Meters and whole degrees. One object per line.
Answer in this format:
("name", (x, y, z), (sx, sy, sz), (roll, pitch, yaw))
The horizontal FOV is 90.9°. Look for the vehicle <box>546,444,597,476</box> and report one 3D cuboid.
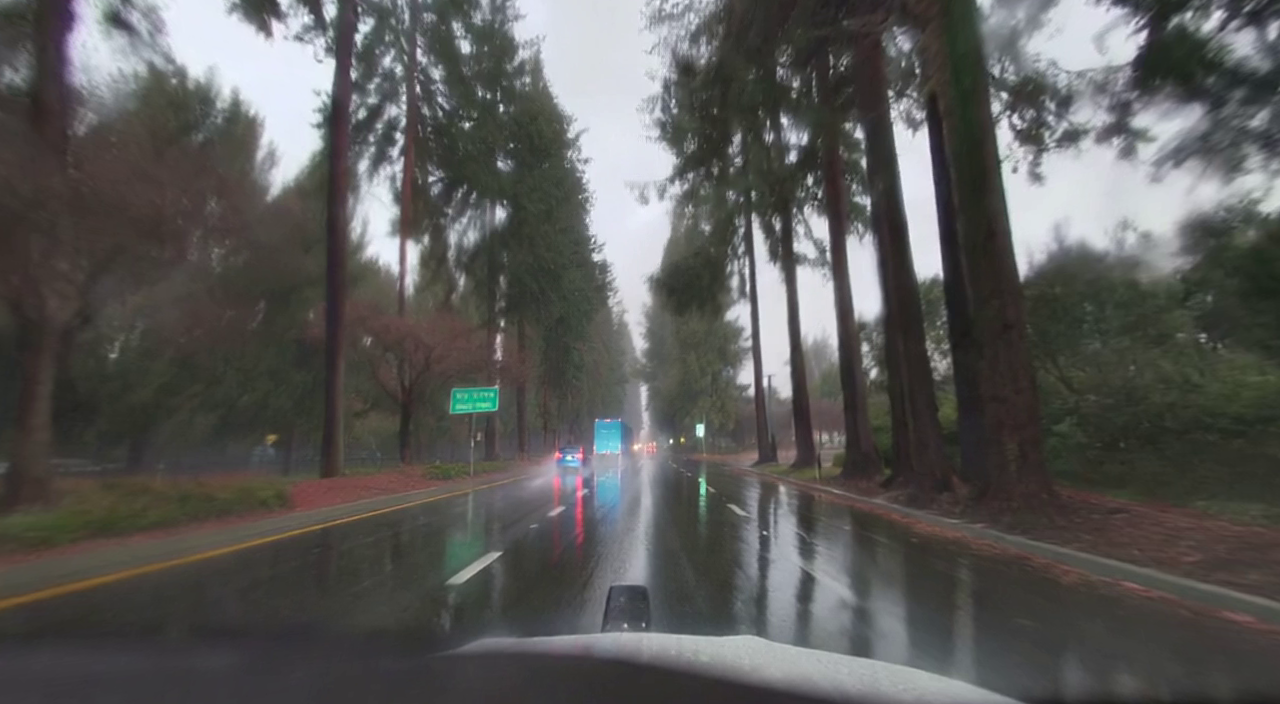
("vehicle", (-3.329, 5.362, 31.490), (2.005, 1.462, 4.345), (0, -8, 1))
